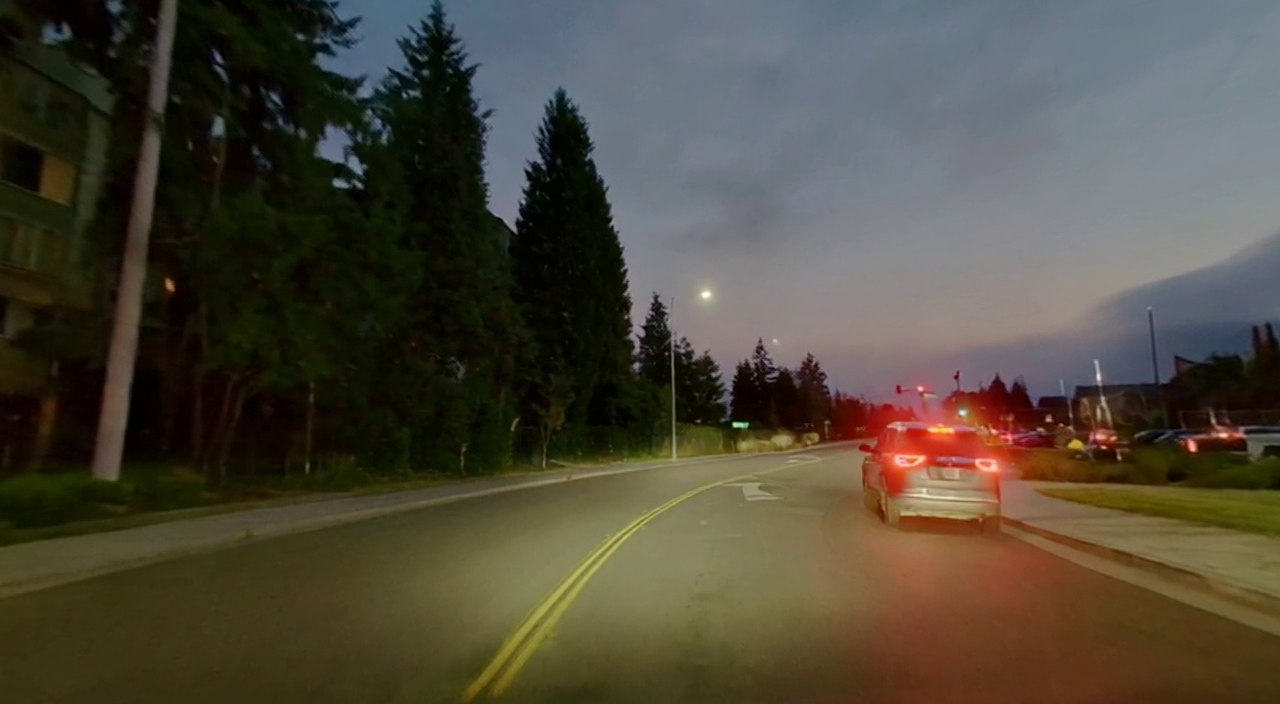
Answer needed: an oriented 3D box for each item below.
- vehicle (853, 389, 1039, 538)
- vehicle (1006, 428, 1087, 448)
[{"bbox_3d":[5.211,1.920,11.301,2.043,2.250,3.024,-1,-8,8],"label":"vehicle"},{"bbox_3d":[31.163,6.642,48.569,4.726,1.481,1.957,-1,-8,8],"label":"vehicle"}]
